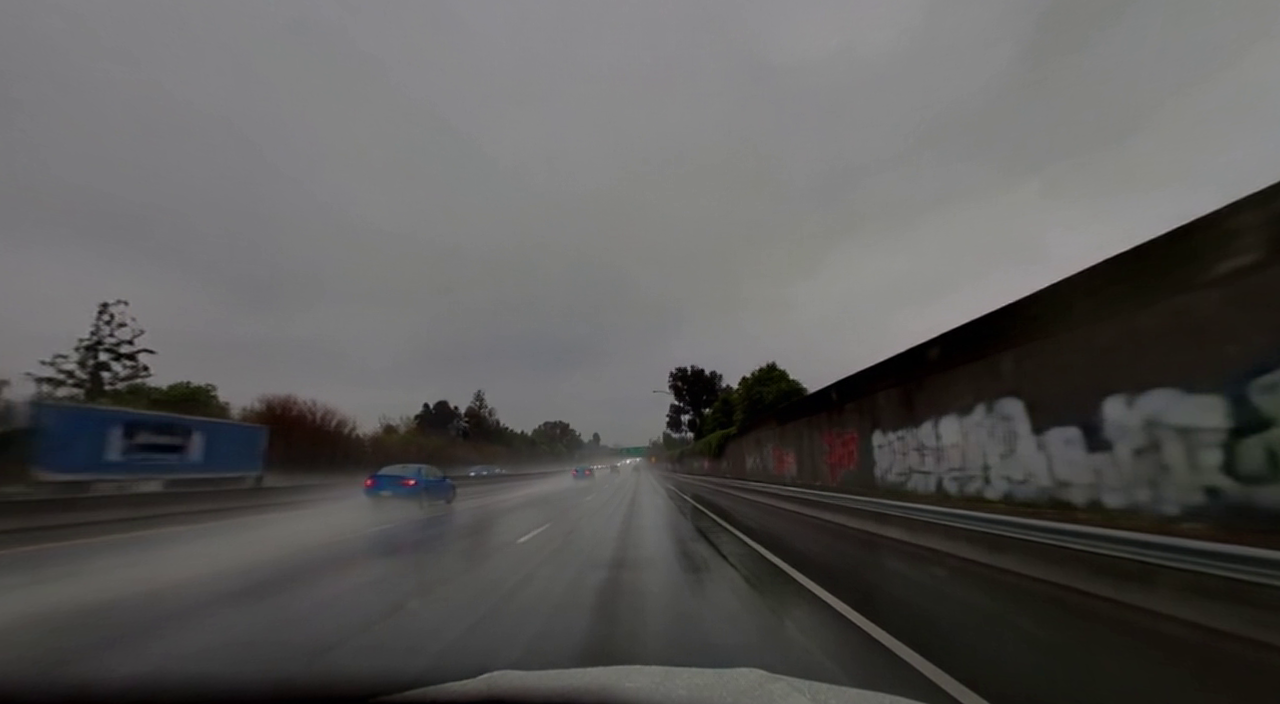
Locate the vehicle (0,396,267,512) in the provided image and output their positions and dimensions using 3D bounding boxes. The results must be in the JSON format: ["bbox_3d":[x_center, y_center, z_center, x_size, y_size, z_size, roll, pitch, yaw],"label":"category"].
[{"bbox_3d":[-23.024,4.811,28.971,3.153,4.011,14.034,1,-10,0],"label":"vehicle"}]

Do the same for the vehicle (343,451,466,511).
[{"bbox_3d":[-7.185,4.012,19.842,2.124,1.630,4.416,1,-10,0],"label":"vehicle"}]

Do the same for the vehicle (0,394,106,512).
[{"bbox_3d":[-22.884,3.530,21.966,2.973,3.888,5.915,1,-10,0],"label":"vehicle"}]

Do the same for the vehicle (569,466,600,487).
[{"bbox_3d":[-4.026,9.129,46.395,1.941,1.437,3.829,1,-10,0],"label":"vehicle"}]
